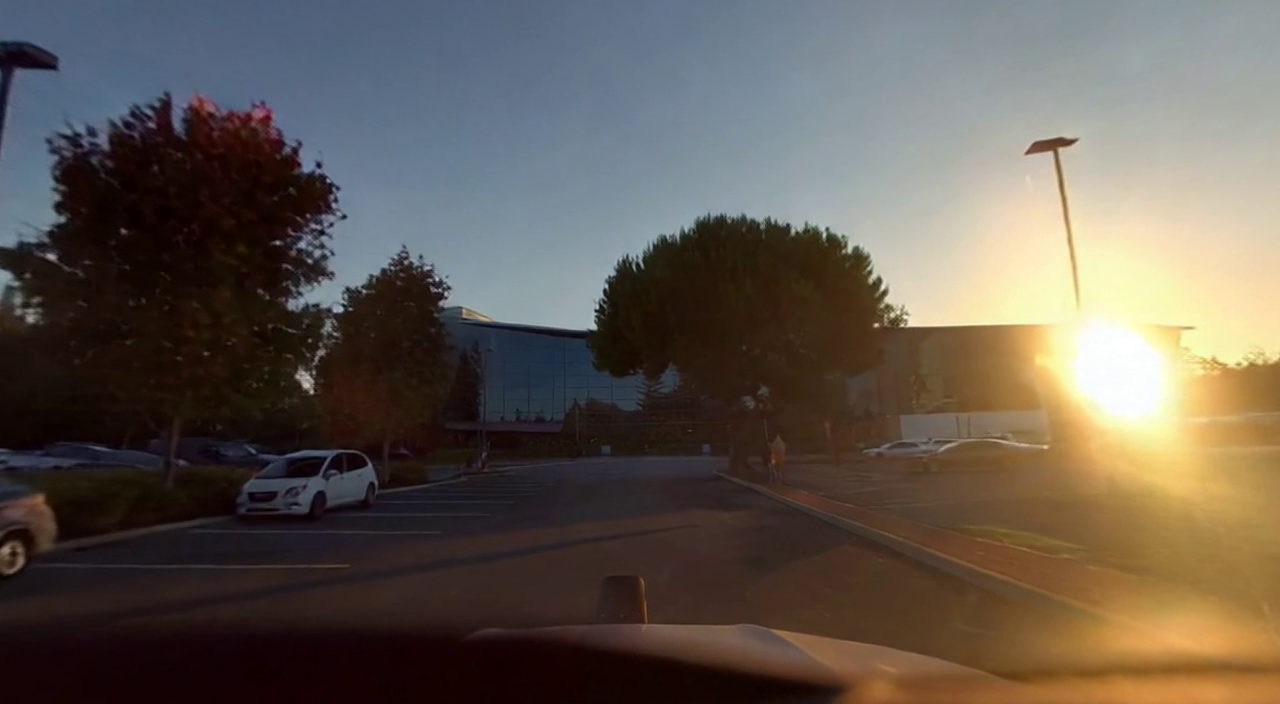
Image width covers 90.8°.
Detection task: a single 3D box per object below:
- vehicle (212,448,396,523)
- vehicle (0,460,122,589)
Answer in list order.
[{"bbox_3d":[-8.970,3.552,17.537,2.360,1.741,4.912,0,-9,0],"label":"vehicle"},{"bbox_3d":[-8.840,2.052,7.206,2.038,1.525,4.383,0,-9,2],"label":"vehicle"}]
